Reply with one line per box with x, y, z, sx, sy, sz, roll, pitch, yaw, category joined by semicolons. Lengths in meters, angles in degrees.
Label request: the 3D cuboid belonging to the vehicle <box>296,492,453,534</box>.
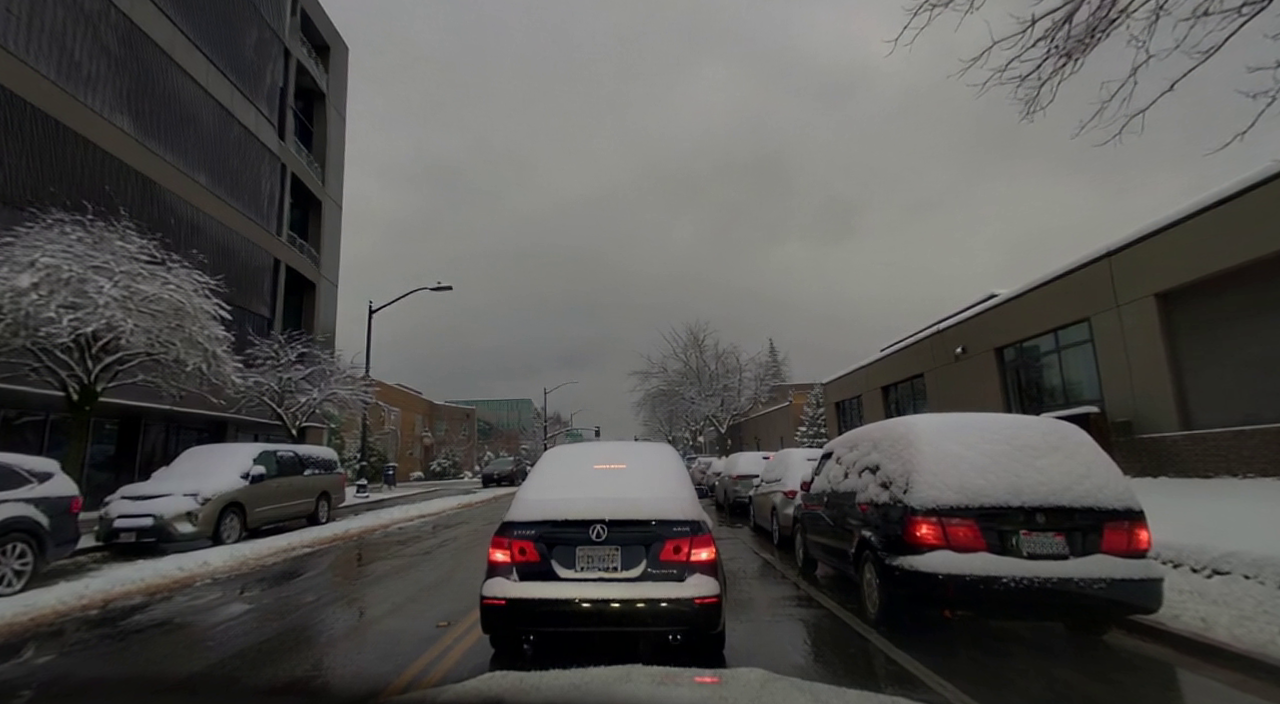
-6.948;4.313;17.160;2.223;0.774;4.789;1;-10;0;vehicle

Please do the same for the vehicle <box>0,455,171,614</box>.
-6.986;1.702;5.874;1.900;1.471;4.202;1;-10;0;vehicle

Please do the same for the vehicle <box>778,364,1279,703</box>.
2.707;1.434;5.710;1.868;1.920;4.501;1;-10;0;vehicle

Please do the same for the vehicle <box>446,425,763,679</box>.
-0.200;1.617;5.932;2.018;1.583;3.646;1;-10;1;vehicle

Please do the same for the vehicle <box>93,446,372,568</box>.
-6.828;2.614;11.334;1.994;1.701;4.520;0;-10;0;vehicle
